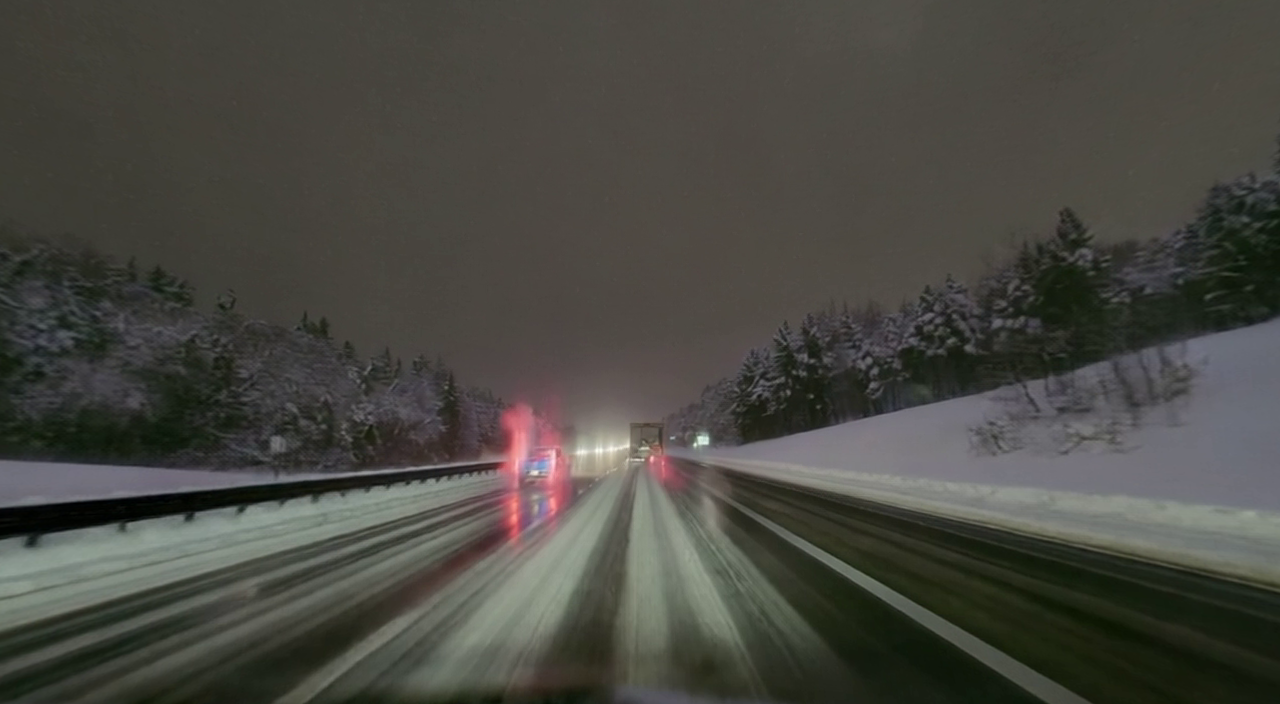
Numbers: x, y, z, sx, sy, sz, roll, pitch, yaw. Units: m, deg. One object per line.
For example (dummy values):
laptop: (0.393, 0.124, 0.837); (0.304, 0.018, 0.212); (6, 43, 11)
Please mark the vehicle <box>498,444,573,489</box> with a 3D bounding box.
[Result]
vehicle: (-3.703, 4.133, 23.064); (1.955, 1.438, 4.100); (-1, -9, 1)
